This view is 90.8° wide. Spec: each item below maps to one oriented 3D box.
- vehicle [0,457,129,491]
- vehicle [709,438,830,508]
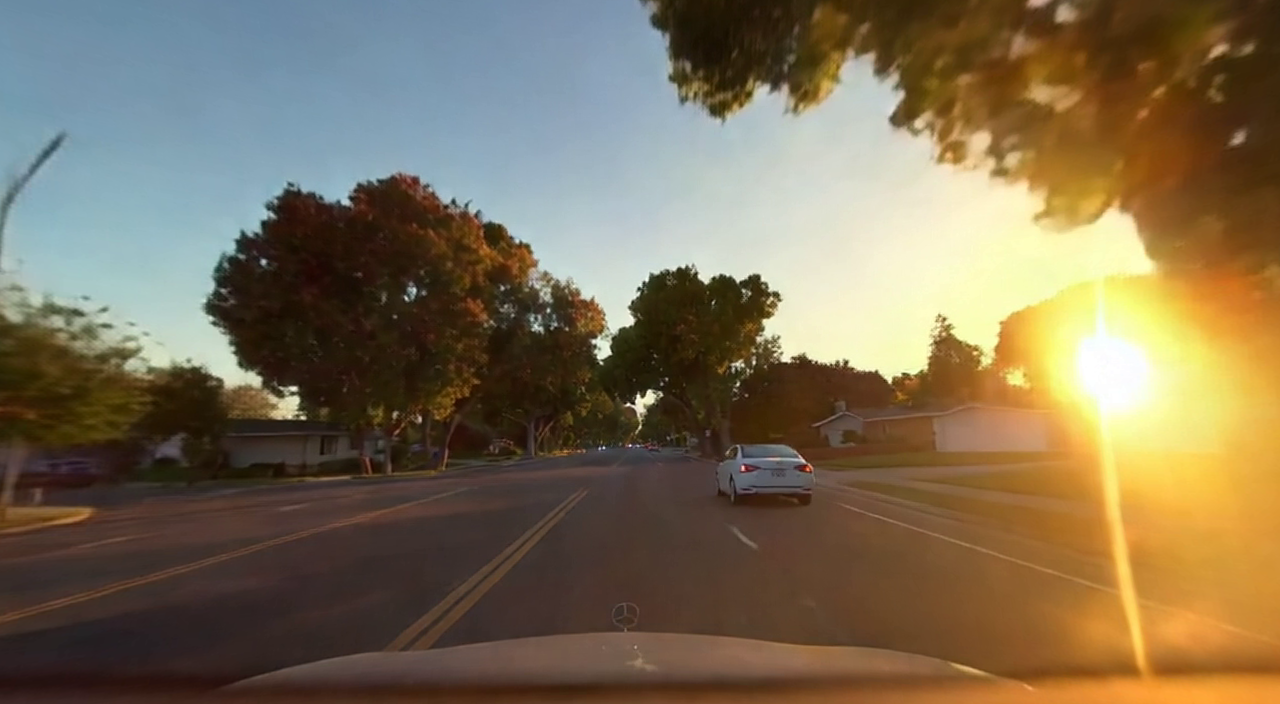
[{"bbox_3d":[-29.375,6.193,32.287,4.917,1.598,1.937,-1,-8,4],"label":"vehicle"},{"bbox_3d":[3.057,2.955,15.949,2.057,1.493,4.225,0,-8,-1],"label":"vehicle"}]
